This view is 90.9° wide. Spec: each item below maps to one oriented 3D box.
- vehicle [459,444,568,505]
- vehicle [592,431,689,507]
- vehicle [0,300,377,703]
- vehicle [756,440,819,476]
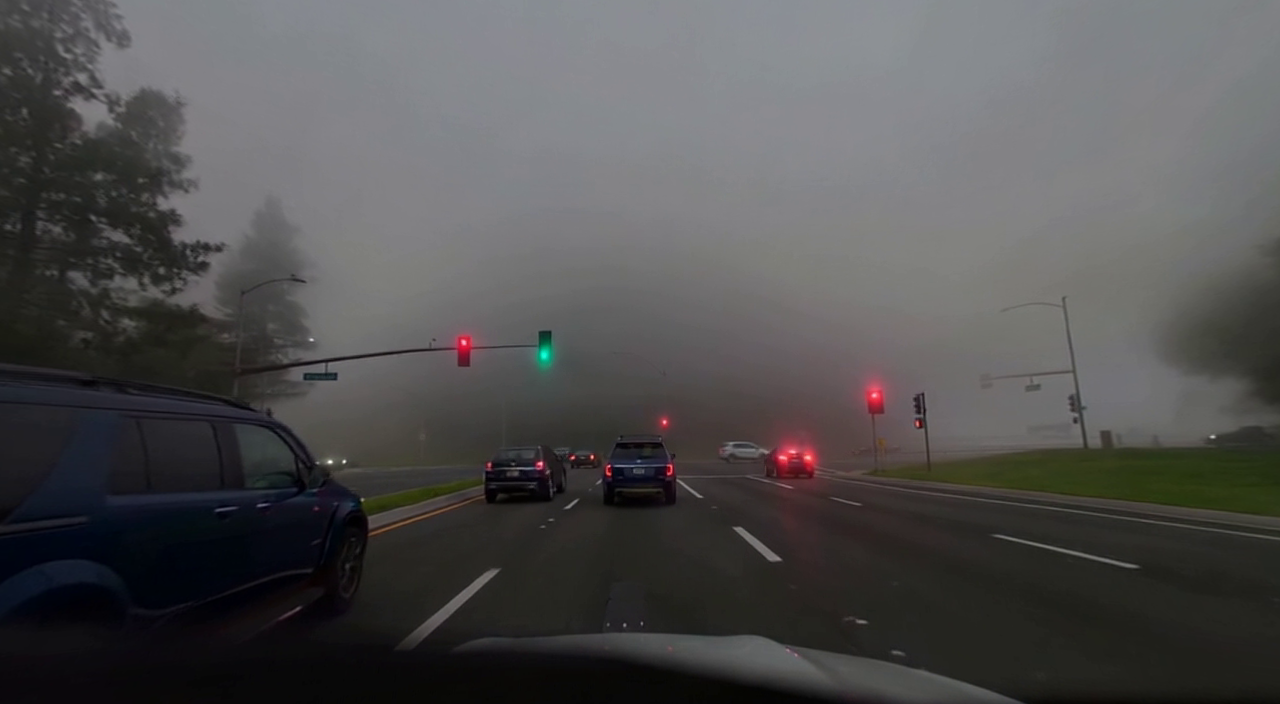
[{"bbox_3d":[-3.437,3.420,18.234,2.061,1.504,5.142,0,-8,0],"label":"vehicle"},{"bbox_3d":[0.023,3.096,17.160,2.298,1.770,4.138,0,-8,0],"label":"vehicle"},{"bbox_3d":[-3.512,0.843,2.930,2.320,1.863,5.148,0,-8,0],"label":"vehicle"},{"bbox_3d":[7.941,5.741,34.444,2.166,1.761,4.692,0,-8,-1],"label":"vehicle"}]
